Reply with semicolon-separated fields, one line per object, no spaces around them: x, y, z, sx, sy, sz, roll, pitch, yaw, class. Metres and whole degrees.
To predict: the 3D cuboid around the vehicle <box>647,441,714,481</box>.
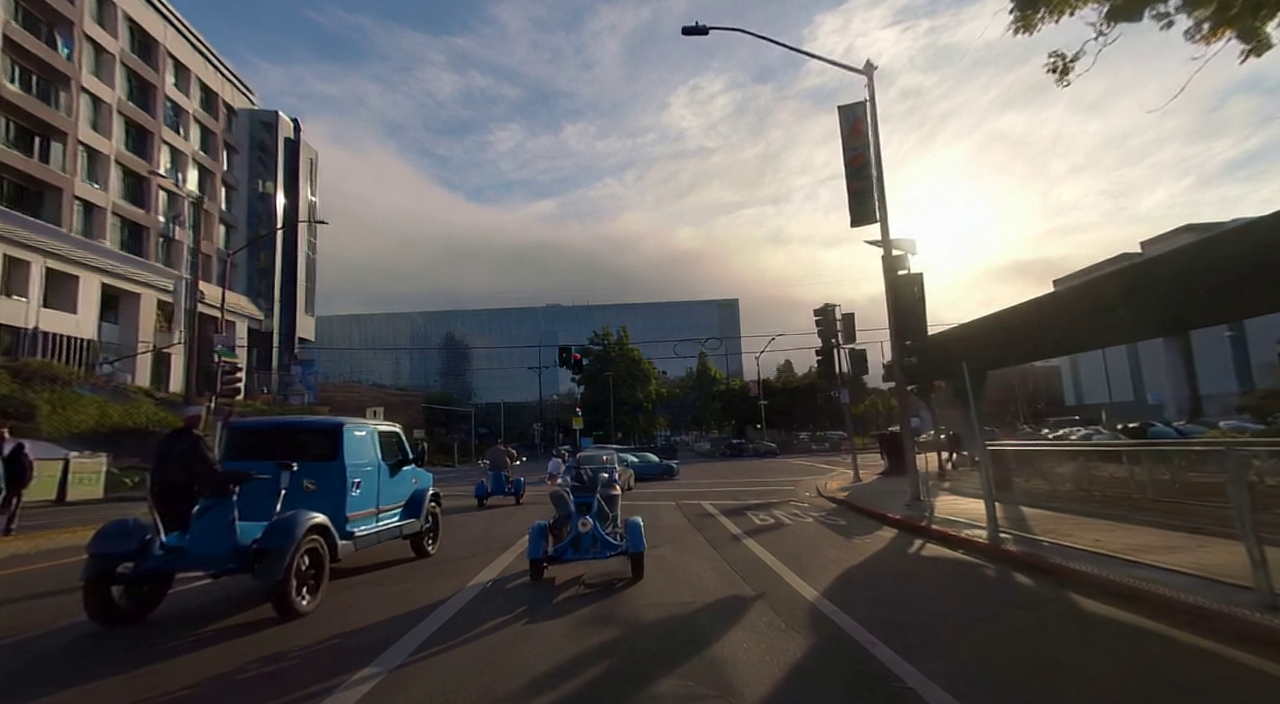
1.735;4.398;25.701;2.025;1.458;4.085;-2;-9;14;vehicle

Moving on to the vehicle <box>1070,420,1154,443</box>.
30.641;5.192;40.811;1.751;1.420;4.027;8;-12;-42;vehicle

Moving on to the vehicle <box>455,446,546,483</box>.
-6.116;4.998;28.262;2.018;1.491;4.795;-2;-9;14;vehicle

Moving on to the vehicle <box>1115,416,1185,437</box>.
36.764;5.409;45.317;1.625;1.449;3.557;6;-11;-38;vehicle

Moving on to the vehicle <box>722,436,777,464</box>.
6.944;6.143;39.572;2.082;1.671;3.992;-5;-10;30;vehicle

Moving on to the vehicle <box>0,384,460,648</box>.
-3.581;1.457;6.611;2.000;1.809;4.405;0;-8;1;vehicle

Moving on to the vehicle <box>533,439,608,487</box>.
-2.513;4.152;23.780;1.935;1.615;4.073;-1;-8;7;vehicle
